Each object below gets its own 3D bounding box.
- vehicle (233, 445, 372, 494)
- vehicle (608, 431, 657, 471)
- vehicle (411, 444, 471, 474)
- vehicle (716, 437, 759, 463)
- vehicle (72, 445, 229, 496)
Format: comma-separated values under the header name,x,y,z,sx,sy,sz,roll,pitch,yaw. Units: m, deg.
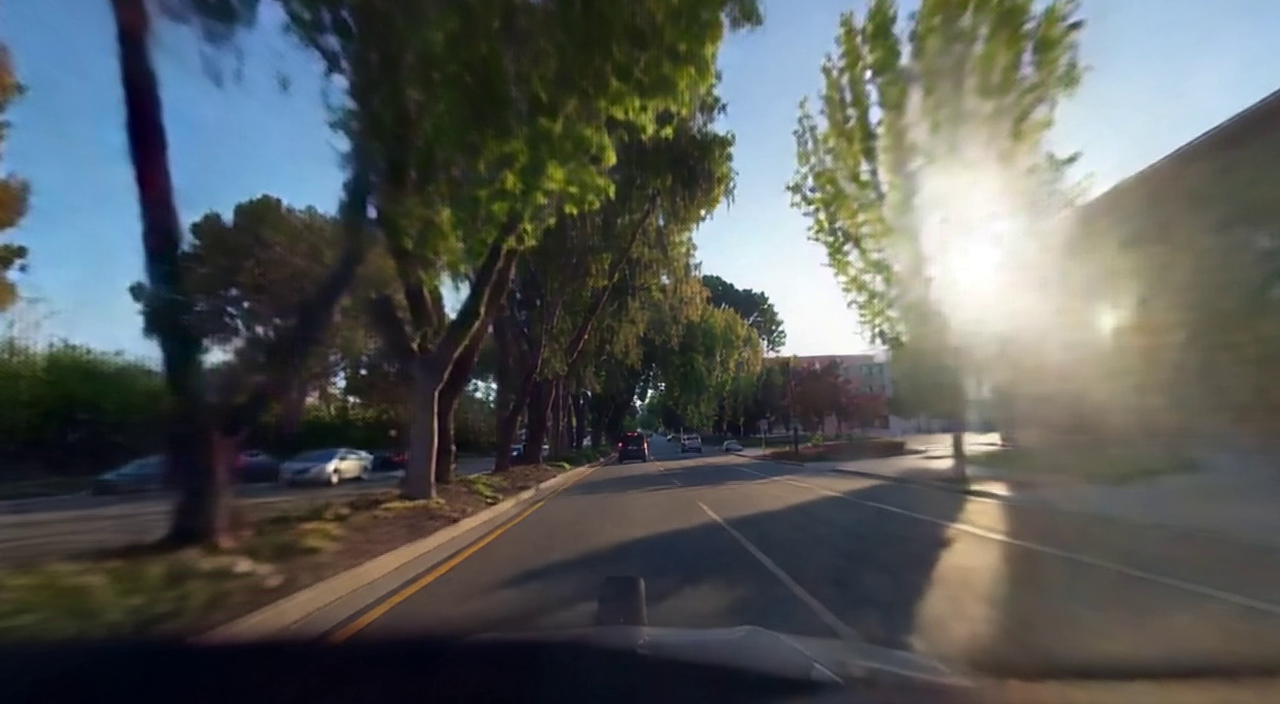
name,x,y,z,sx,sy,sz,roll,pitch,yaw
vehicle,-11.310,3.939,21.670,2.013,1.460,4.902,0,-8,1
vehicle,-0.402,5.314,34.092,2.411,1.937,5.186,0,-8,-1
vehicle,-10.342,5.580,33.152,1.950,1.438,4.343,0,-8,-4
vehicle,7.078,7.176,46.352,2.364,1.781,4.854,0,-8,-1
vehicle,-18.107,4.371,23.763,1.999,1.682,4.914,0,-8,0
